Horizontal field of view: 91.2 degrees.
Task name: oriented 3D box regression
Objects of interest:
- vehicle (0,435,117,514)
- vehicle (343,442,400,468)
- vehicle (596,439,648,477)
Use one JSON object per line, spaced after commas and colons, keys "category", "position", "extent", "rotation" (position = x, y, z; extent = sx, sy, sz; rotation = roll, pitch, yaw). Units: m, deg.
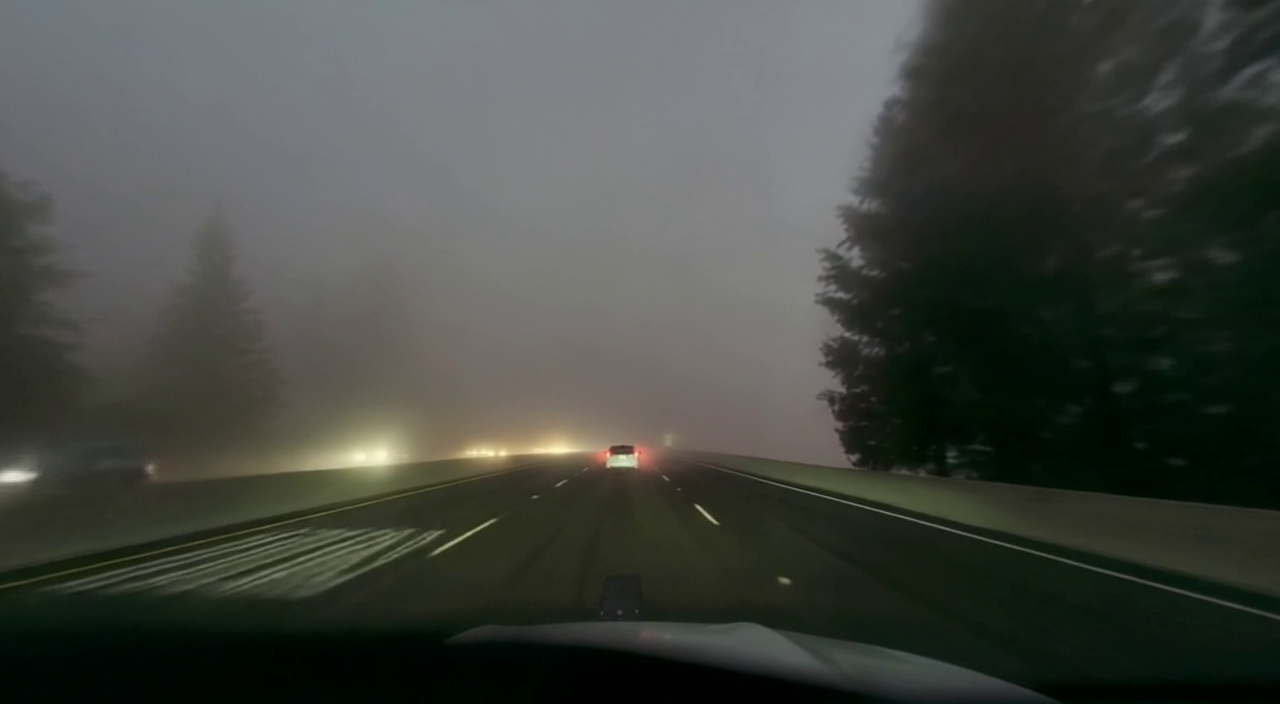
{"category": "vehicle", "position": [-13.287, 2.469, 12.730], "extent": [1.869, 1.513, 4.031], "rotation": [0, -9, -1]}
{"category": "vehicle", "position": [-17.879, 6.885, 41.939], "extent": [1.919, 1.589, 4.272], "rotation": [0, -9, -1]}
{"category": "vehicle", "position": [-0.763, 4.639, 27.643], "extent": [2.095, 1.537, 4.017], "rotation": [0, -9, -1]}
